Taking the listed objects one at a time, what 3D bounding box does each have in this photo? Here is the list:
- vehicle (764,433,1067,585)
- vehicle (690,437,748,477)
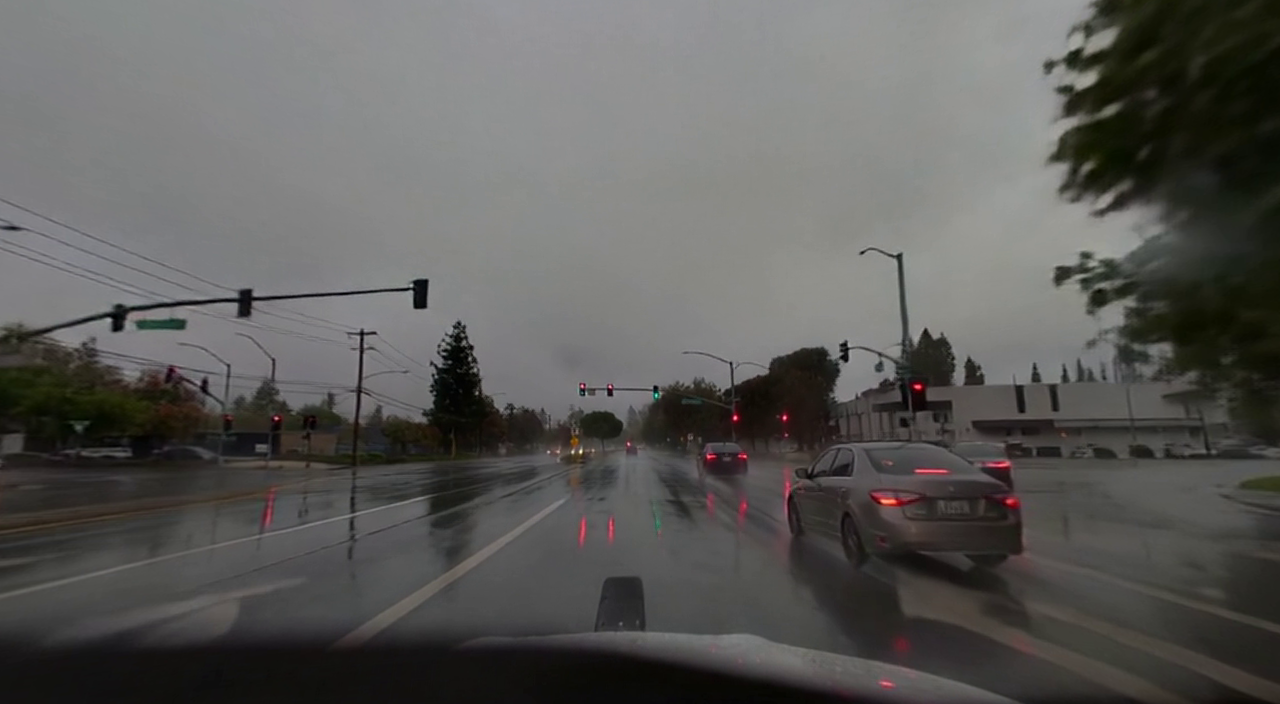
[{"bbox_3d":[3.120,1.846,8.408,2.004,1.455,4.417,0,-8,-1],"label":"vehicle"},{"bbox_3d":[3.593,4.823,29.402,2.128,1.699,4.222,0,-8,0],"label":"vehicle"}]
